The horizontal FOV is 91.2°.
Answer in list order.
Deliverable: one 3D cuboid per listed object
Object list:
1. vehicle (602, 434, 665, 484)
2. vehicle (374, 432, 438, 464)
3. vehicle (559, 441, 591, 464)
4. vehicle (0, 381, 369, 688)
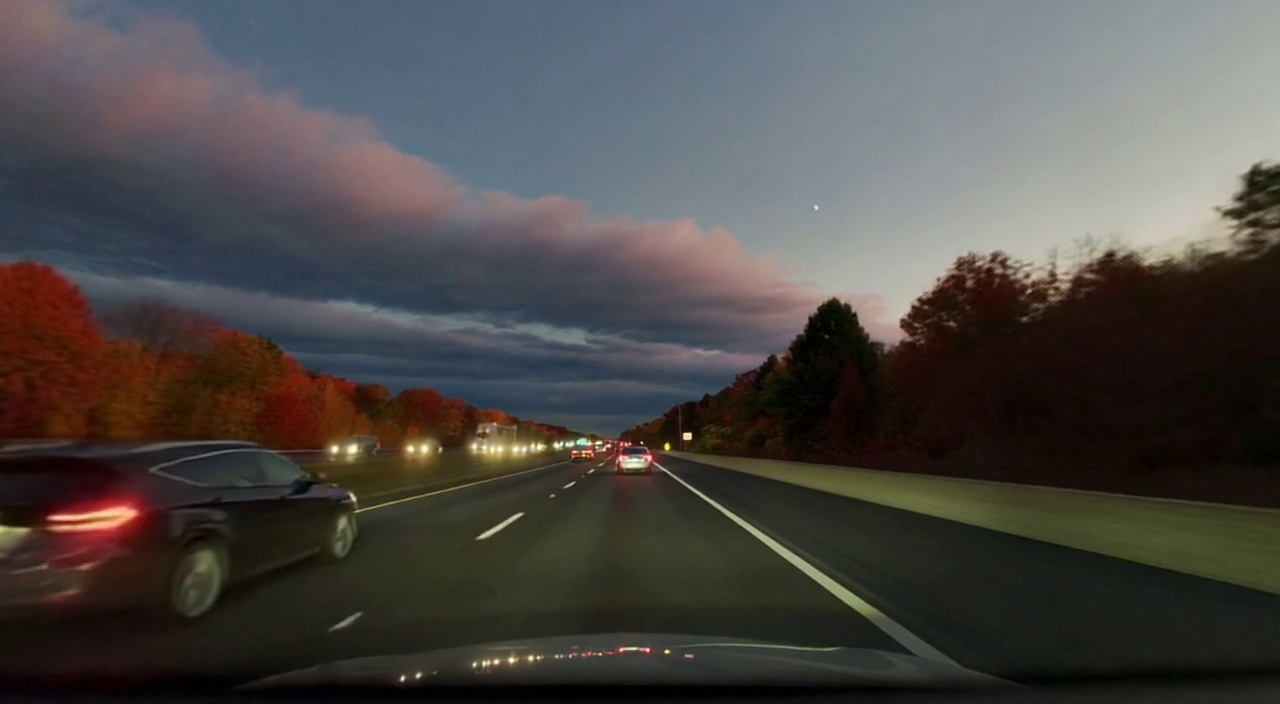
[{"bbox_3d":[-0.235,3.940,23.287,2.115,1.661,4.049,0,-9,-1],"label":"vehicle"},{"bbox_3d":[-13.201,5.480,35.658,2.070,1.677,4.321,0,-9,-1],"label":"vehicle"},{"bbox_3d":[-4.927,7.682,47.947,1.974,1.688,4.727,0,-9,-1],"label":"vehicle"},{"bbox_3d":[-4.359,1.304,5.418,1.931,1.603,4.739,-1,-9,0],"label":"vehicle"}]
